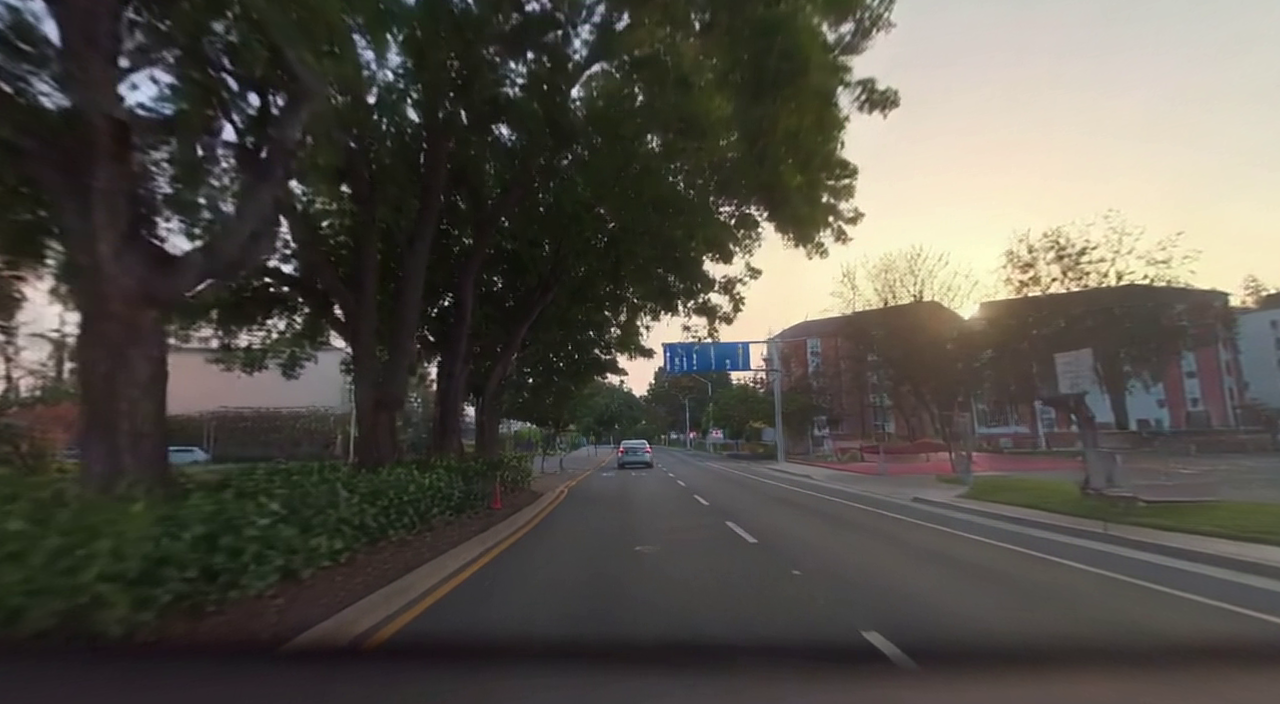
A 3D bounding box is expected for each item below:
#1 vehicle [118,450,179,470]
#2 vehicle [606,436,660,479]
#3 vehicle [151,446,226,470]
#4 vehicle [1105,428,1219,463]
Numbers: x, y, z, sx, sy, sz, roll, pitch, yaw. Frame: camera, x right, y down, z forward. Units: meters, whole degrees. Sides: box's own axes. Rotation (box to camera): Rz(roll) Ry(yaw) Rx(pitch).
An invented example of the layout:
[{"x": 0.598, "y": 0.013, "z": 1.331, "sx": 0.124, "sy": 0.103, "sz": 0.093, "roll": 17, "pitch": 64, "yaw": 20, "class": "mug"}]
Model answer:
[{"x": -37.978, "y": 8.340, "z": 48.738, "sx": 1.732, "sy": 1.357, "sz": 3.730, "roll": -2, "pitch": -9, "yaw": 0, "class": "vehicle"}, {"x": -0.283, "y": 4.836, "z": 29.015, "sx": 2.235, "sy": 1.719, "sz": 4.292, "roll": 2, "pitch": -9, "yaw": 1, "class": "vehicle"}, {"x": -29.880, "y": 7.020, "z": 41.800, "sx": 1.844, "sy": 1.521, "sz": 4.304, "roll": 1, "pitch": -9, "yaw": -2, "class": "vehicle"}, {"x": 23.154, "y": 4.168, "z": 28.129, "sx": 1.720, "sy": 1.450, "sz": 3.741, "roll": 0, "pitch": -8, "yaw": -4, "class": "vehicle"}]
